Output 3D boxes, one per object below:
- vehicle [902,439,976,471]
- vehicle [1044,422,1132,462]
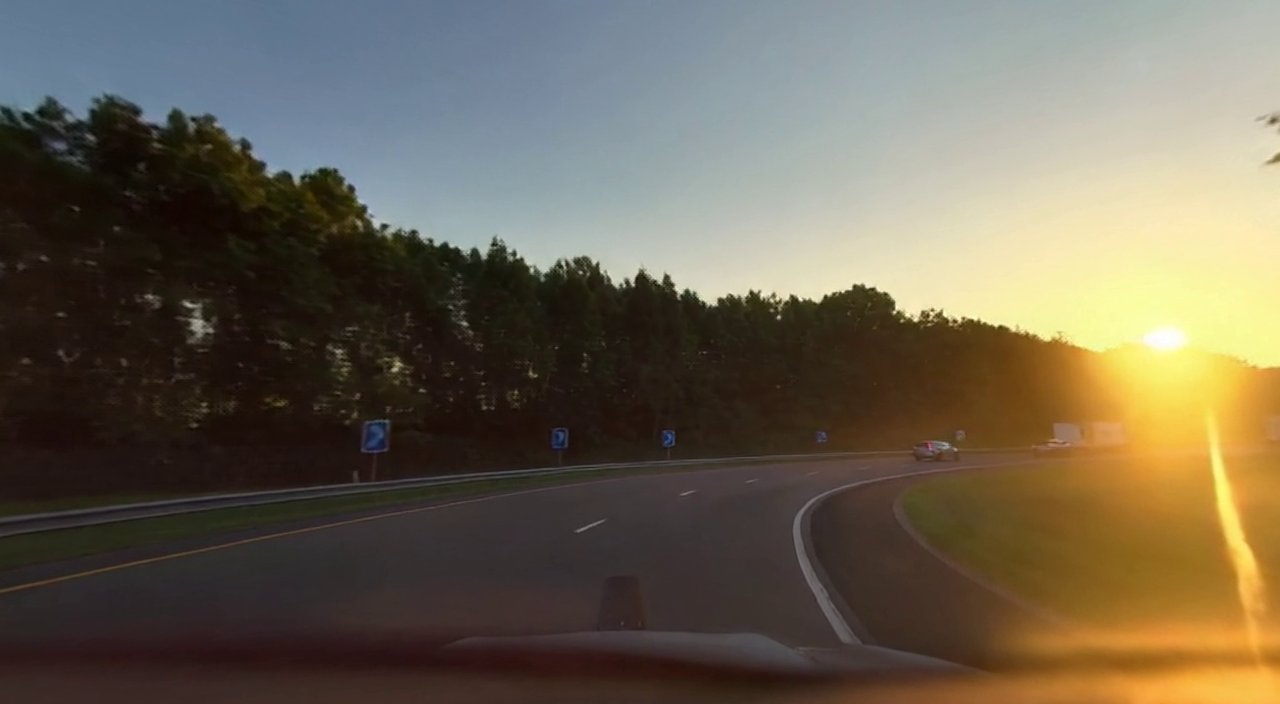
[{"bbox_3d":[16.940,5.823,35.582,4.325,1.674,2.221,8,-12,-42],"label":"vehicle"},{"bbox_3d":[33.887,6.815,47.640,5.981,2.823,2.498,4,-10,-24],"label":"vehicle"}]
